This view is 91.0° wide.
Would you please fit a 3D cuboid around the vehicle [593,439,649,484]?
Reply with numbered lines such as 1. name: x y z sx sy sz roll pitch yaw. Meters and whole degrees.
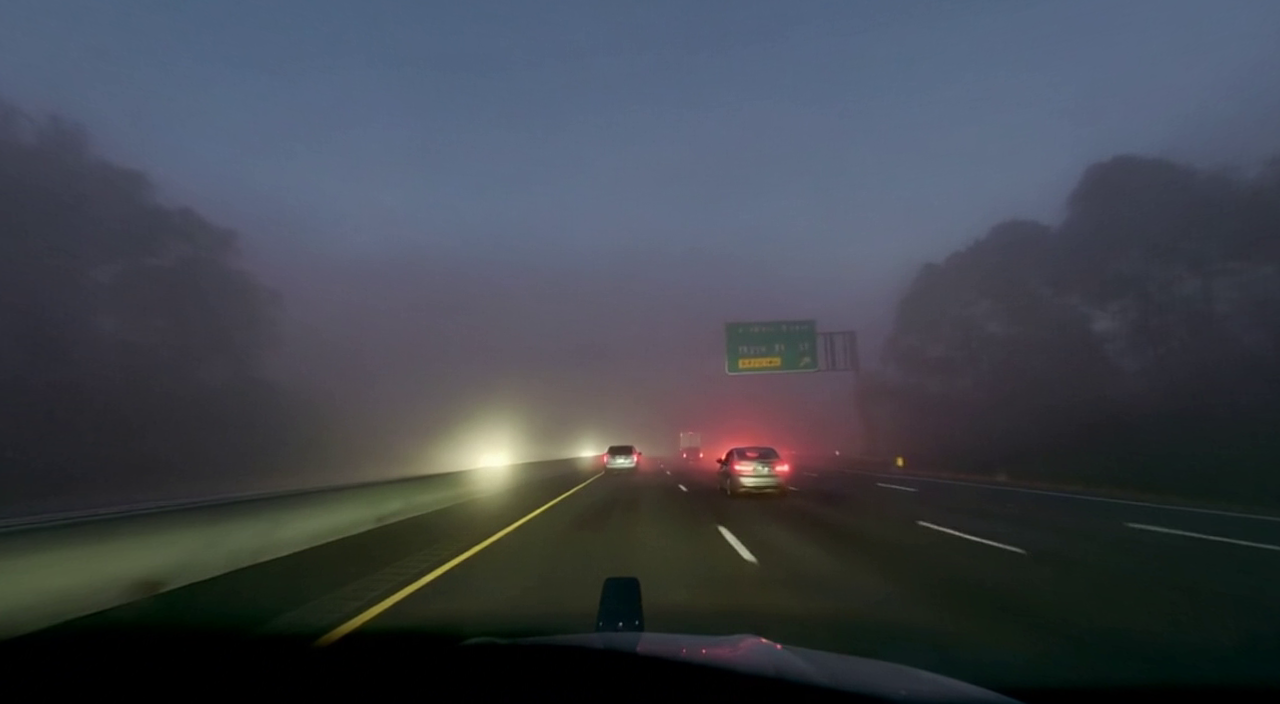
1. vehicle: -0.713 4.578 26.558 2.142 1.724 4.344 0 -9 0

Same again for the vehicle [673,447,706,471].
1. vehicle: 3.460 7.565 44.753 2.047 1.540 4.294 0 -9 0

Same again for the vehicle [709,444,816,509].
1. vehicle: 3.068 3.199 16.671 2.004 1.471 4.032 0 -9 0
